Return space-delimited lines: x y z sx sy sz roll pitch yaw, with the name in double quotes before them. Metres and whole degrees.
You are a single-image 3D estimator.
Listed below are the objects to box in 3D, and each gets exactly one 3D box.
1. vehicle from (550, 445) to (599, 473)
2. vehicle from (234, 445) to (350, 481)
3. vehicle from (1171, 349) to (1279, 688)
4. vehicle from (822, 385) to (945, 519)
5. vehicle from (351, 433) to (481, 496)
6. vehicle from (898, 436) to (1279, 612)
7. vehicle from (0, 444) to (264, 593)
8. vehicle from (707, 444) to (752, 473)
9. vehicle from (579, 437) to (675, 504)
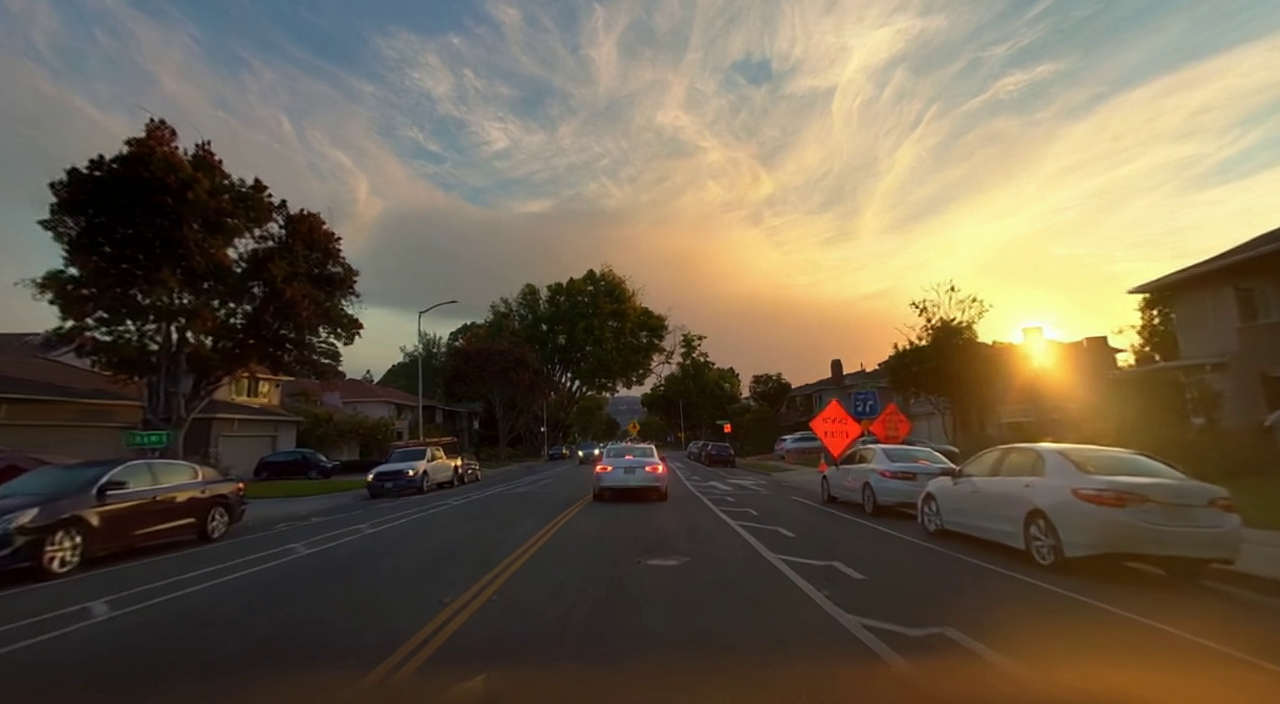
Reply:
"vehicle" -3.906 6.183 36.669 1.997 1.464 4.925 2 -9 -15
"vehicle" -16.665 5.324 30.307 4.468 1.517 1.796 -1 -9 -2
"vehicle" 4.857 0.624 1.331 2.279 1.946 5.925 0 -8 0
"vehicle" 5.252 2.177 13.937 1.409 2.648 2.645 0 -8 -4
"vehicle" -8.161 4.166 23.812 2.659 2.047 6.014 0 -9 0
"vehicle" 5.098 1.810 7.716 1.864 1.480 4.587 0 -9 -1
"vehicle" -8.009 2.229 9.422 2.036 1.676 4.440 0 -9 -1
"vehicle" 4.913 5.877 35.059 1.985 1.481 4.116 0 -9 1
"vehicle" -0.260 2.953 16.148 2.151 1.481 4.084 0 -9 1
